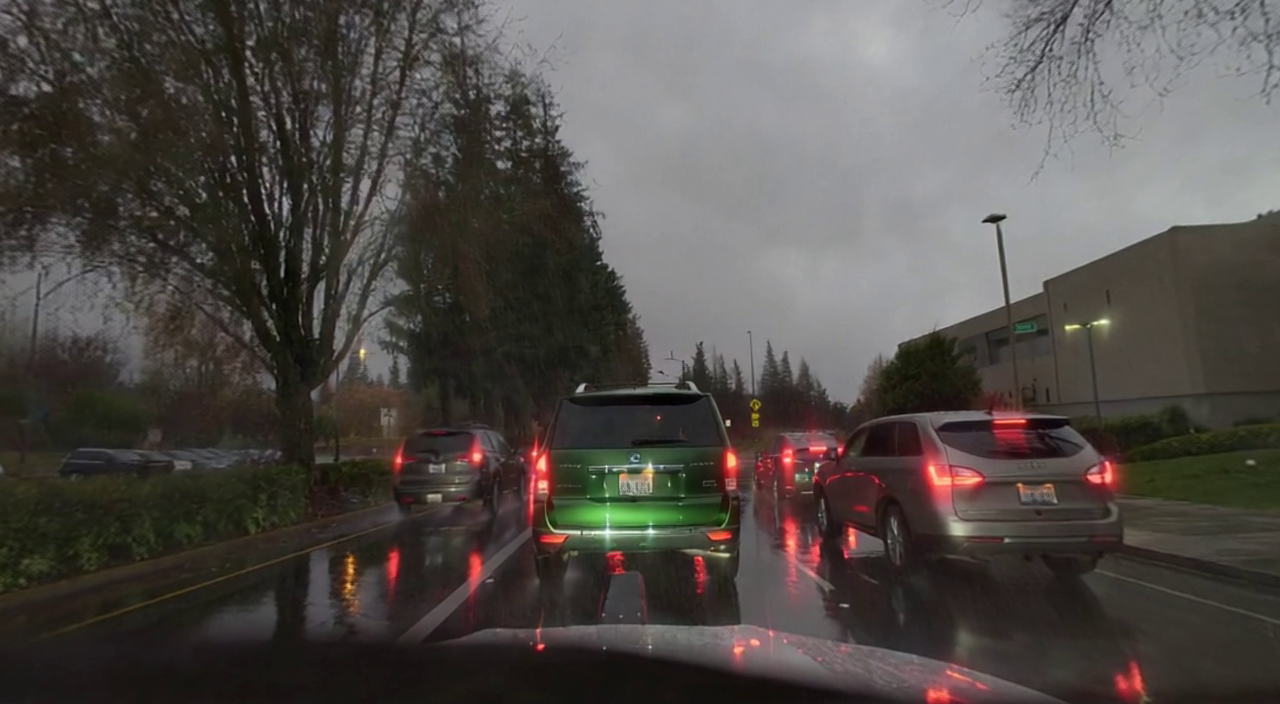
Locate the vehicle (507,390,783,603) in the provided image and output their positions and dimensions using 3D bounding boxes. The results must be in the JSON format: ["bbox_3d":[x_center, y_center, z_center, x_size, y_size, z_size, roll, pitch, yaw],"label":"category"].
[{"bbox_3d":[0.017,1.492,7.281,2.294,1.761,3.857,0,-9,-1],"label":"vehicle"}]

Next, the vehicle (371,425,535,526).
[{"bbox_3d":[-3.405,2.325,12.436,1.961,1.639,4.064,0,-9,0],"label":"vehicle"}]

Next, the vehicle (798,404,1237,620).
[{"bbox_3d":[3.467,1.557,7.098,2.202,1.657,4.298,0,-9,-1],"label":"vehicle"}]

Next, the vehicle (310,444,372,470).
[{"bbox_3d":[-22.131,7.783,47.055,1.993,1.844,5.316,0,-8,0],"label":"vehicle"}]

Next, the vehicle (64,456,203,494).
[{"bbox_3d":[-22.358,5.423,28.193,2.312,1.443,4.684,0,-9,1],"label":"vehicle"}]

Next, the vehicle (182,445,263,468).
[{"bbox_3d":[-29.985,7.506,45.465,4.403,1.532,1.914,0,-8,-3],"label":"vehicle"}]
